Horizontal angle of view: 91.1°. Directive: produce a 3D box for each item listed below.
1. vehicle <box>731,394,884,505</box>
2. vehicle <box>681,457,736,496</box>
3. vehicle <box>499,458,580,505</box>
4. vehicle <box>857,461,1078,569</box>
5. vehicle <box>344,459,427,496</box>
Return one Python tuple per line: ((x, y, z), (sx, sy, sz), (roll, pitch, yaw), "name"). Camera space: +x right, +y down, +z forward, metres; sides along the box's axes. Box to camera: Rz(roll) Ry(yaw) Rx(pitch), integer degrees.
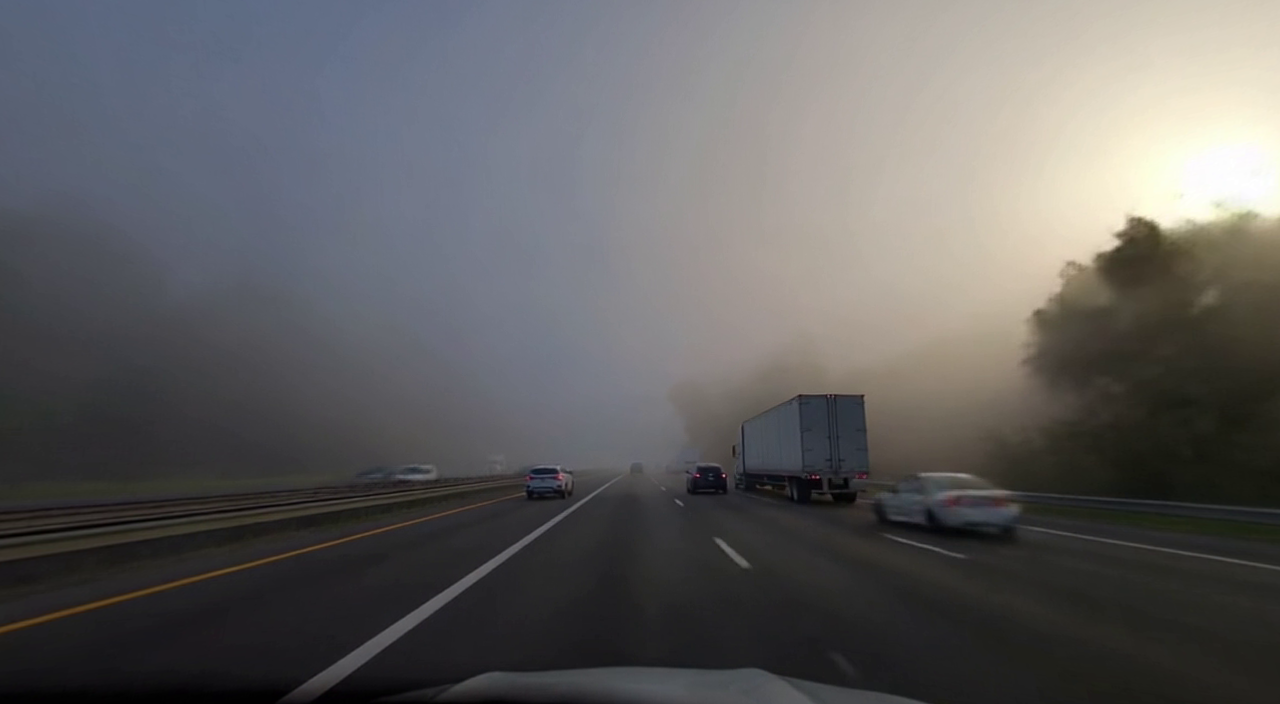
((7.484, 5.176, 32.160), (2.861, 4.086, 17.499), (1, -10, -1), "vehicle")
((3.220, 6.011, 30.477), (2.050, 1.708, 4.457), (1, -10, -1), "vehicle")
((-3.526, 4.662, 22.911), (2.065, 1.485, 4.682), (1, -10, 1), "vehicle")
((5.262, 2.642, 10.749), (1.672, 1.475, 3.733), (1, -11, -2), "vehicle")
((-11.319, 5.623, 28.319), (1.891, 1.454, 4.435), (1, -10, 0), "vehicle")
